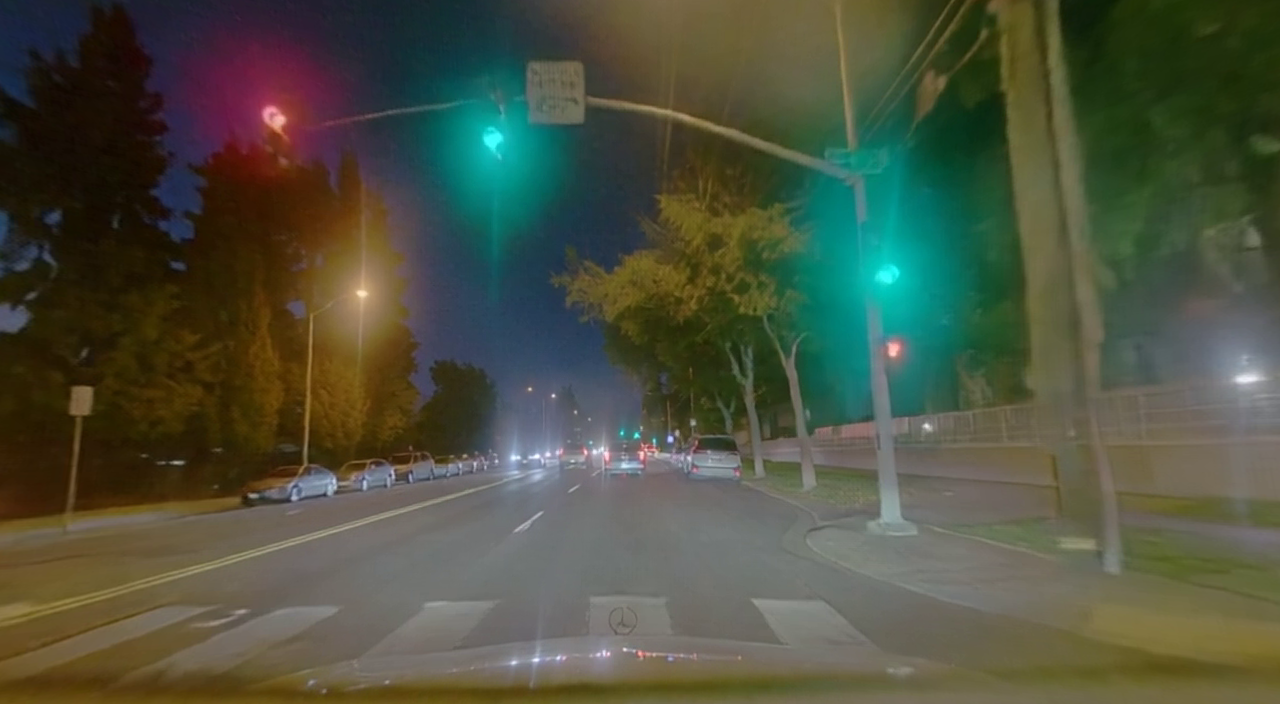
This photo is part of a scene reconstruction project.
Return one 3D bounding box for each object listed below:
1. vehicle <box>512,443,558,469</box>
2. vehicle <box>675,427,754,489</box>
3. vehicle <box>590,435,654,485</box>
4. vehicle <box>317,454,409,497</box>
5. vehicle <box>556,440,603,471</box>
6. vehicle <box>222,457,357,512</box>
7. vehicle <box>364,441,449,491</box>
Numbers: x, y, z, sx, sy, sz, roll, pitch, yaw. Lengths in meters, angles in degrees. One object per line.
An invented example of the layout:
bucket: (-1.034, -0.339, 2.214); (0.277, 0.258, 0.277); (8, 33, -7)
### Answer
vehicle: (-6.560, 6.555, 40.034); (1.998, 1.518, 4.817); (0, -8, 1)
vehicle: (2.450, 3.638, 21.988); (2.119, 1.884, 4.567); (0, -8, -1)
vehicle: (-0.586, 3.793, 22.480); (2.041, 1.575, 4.304); (0, -8, -1)
vehicle: (-12.191, 5.413, 28.142); (2.047, 1.497, 4.949); (-5, -8, -2)
vehicle: (-3.123, 5.447, 33.583); (2.117, 1.528, 4.277); (0, -8, 0)
vehicle: (-12.478, 4.705, 22.988); (2.050, 1.518, 5.115); (-4, -8, -1)
vehicle: (-12.363, 6.006, 34.016); (2.249, 2.093, 6.297); (-8, -8, -3)
